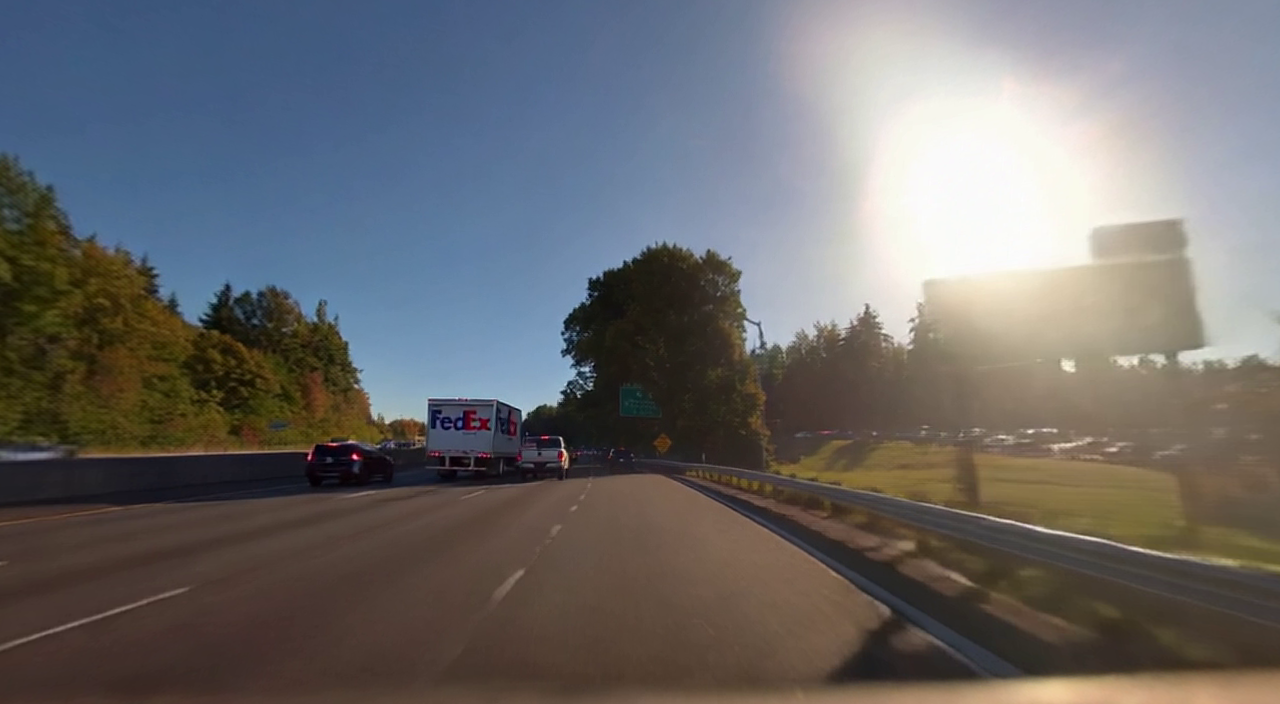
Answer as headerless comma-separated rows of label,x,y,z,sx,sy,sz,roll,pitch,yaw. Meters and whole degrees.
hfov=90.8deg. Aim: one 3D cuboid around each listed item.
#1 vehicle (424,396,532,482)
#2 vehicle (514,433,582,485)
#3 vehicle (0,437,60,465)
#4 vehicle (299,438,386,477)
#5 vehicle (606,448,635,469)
vehicle,-6.935,4.002,28.561,2.870,3.266,8.589,0,-9,-2
vehicle,-3.604,4.313,25.588,2.170,1.886,4.628,0,-9,-1
vehicle,-34.458,5.398,34.317,1.768,1.461,4.487,0,-9,-4
vehicle,-13.818,4.914,29.639,2.018,1.668,4.409,0,-9,-2
vehicle,-1.470,7.846,46.656,2.043,1.489,3.839,0,-9,-3
